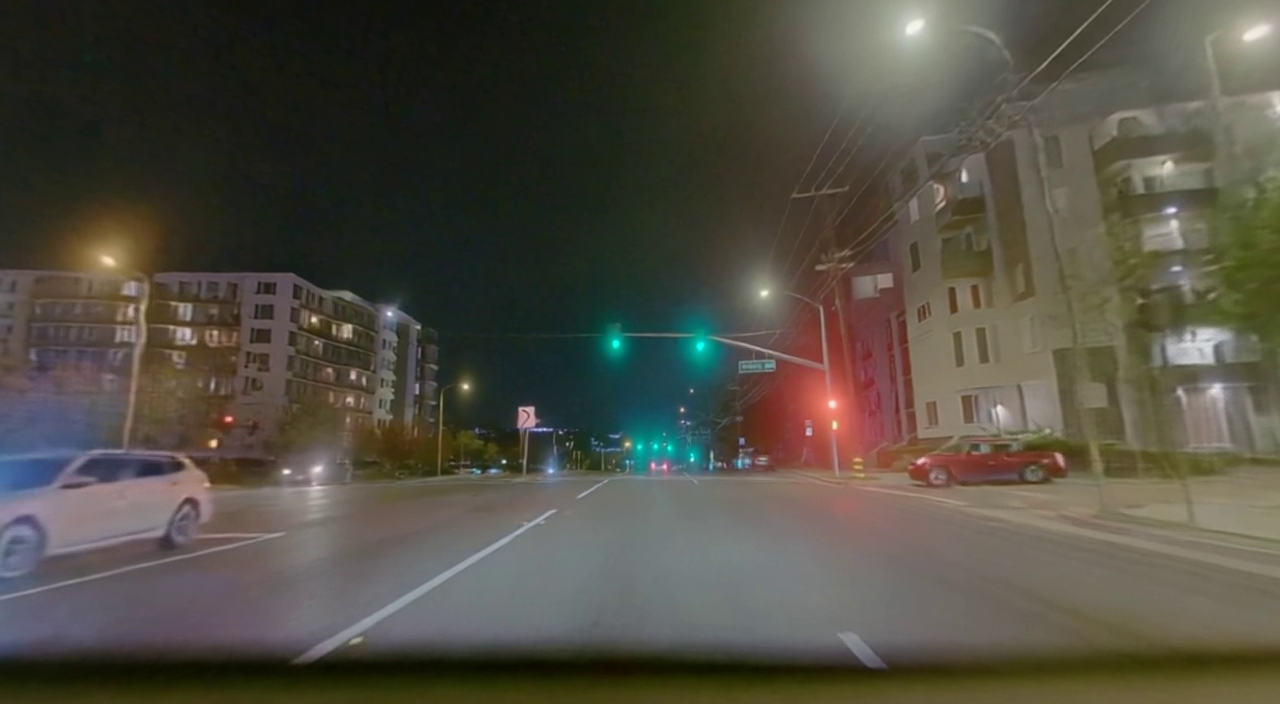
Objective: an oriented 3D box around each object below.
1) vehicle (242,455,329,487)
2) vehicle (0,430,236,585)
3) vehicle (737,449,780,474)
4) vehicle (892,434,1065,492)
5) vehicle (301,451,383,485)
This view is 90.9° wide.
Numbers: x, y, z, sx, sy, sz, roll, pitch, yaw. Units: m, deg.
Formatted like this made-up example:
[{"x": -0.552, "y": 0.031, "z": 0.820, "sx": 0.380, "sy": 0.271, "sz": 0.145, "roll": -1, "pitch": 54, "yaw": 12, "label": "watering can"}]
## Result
[{"x": -19.226, "y": 6.458, "z": 34.525, "sx": 1.878, "sy": 1.561, "sz": 4.745, "roll": 0, "pitch": -8, "yaw": 2, "label": "vehicle"}, {"x": -7.092, "y": 1.630, "z": 6.986, "sx": 1.953, "sy": 1.471, "sz": 4.744, "roll": 0, "pitch": -8, "yaw": 2, "label": "vehicle"}, {"x": 7.698, "y": 7.175, "z": 41.472, "sx": 1.875, "sy": 1.481, "sz": 4.434, "roll": 0, "pitch": -8, "yaw": -1, "label": "vehicle"}, {"x": 10.247, "y": 3.371, "z": 19.385, "sx": 4.171, "sy": 1.654, "sz": 1.919, "roll": -1, "pitch": -8, "yaw": 5, "label": "vehicle"}, {"x": -15.675, "y": 6.100, "z": 33.508, "sx": 1.951, "sy": 1.595, "sz": 4.548, "roll": -1, "pitch": -8, "yaw": 3, "label": "vehicle"}]
